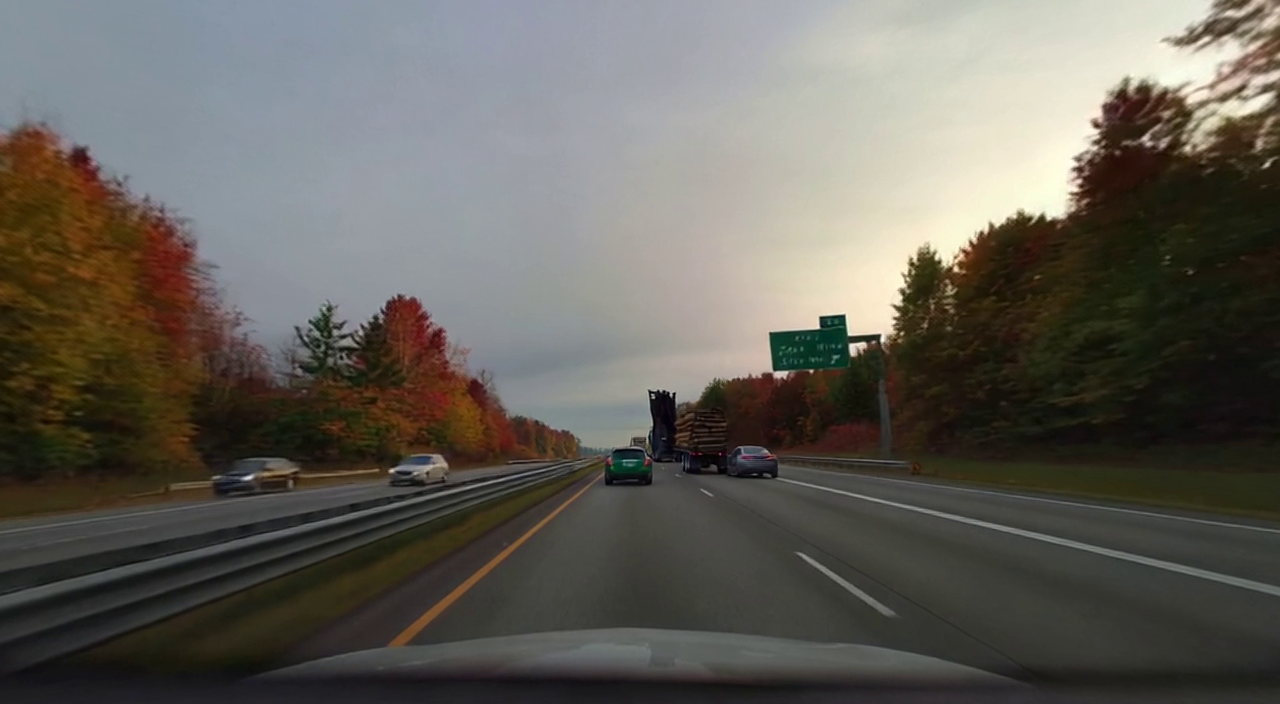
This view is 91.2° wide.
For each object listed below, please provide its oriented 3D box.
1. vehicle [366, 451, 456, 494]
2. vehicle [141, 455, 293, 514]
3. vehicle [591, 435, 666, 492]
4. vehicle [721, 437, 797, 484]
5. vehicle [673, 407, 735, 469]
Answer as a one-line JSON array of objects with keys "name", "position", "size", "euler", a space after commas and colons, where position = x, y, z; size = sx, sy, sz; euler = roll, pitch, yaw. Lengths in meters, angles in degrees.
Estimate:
[{"name": "vehicle", "position": [-8.925, 4.689, 24.796], "size": [1.999, 1.498, 4.105], "euler": [-1, -9, 0]}, {"name": "vehicle", "position": [-13.516, 4.204, 20.421], "size": [1.965, 1.625, 4.309], "euler": [0, -9, -1]}, {"name": "vehicle", "position": [-0.387, 3.679, 21.042], "size": [2.263, 1.699, 3.936], "euler": [0, -9, -1]}, {"name": "vehicle", "position": [4.646, 4.310, 25.120], "size": [2.057, 1.660, 4.525], "euler": [0, -9, -1]}, {"name": "vehicle", "position": [4.263, 6.047, 43.732], "size": [3.125, 3.895, 8.461], "euler": [0, -9, -2]}]
